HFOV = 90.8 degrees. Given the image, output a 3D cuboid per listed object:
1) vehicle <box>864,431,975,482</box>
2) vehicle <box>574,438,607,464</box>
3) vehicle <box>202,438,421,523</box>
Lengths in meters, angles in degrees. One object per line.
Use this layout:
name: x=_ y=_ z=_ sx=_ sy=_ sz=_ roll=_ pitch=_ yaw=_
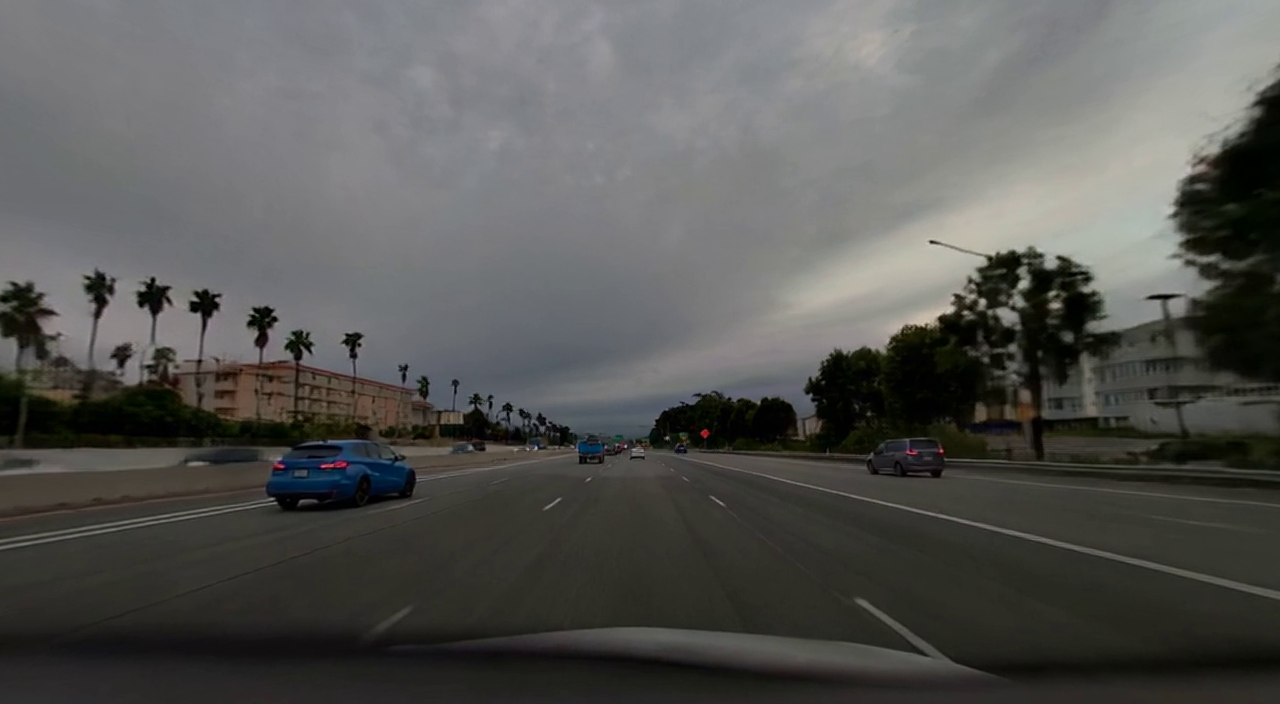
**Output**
vehicle: x=10.783 y=4.093 z=24.845 sx=2.168 sy=1.792 sz=4.457 roll=0 pitch=-9 yaw=-2
vehicle: x=-3.797 y=7.752 z=49.465 sx=2.225 sy=1.967 sz=4.673 roll=0 pitch=-9 yaw=-1
vehicle: x=-6.650 y=2.651 z=13.647 sx=2.018 sy=1.480 sz=4.999 roll=0 pitch=-9 yaw=0
